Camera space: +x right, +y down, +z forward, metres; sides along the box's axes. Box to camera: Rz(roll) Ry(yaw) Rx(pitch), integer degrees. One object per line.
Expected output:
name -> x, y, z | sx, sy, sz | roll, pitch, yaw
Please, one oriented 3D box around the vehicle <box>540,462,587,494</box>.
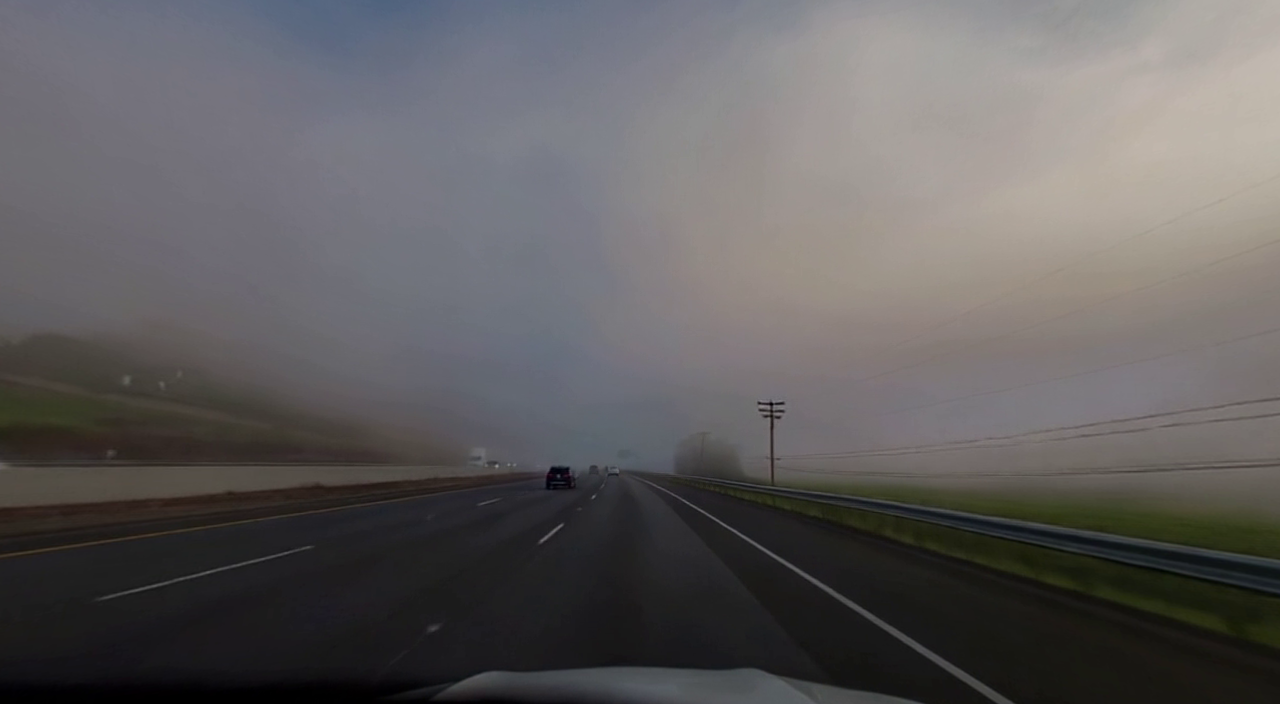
vehicle -> -4.437, 7.365, 37.072 | 2.194, 1.704, 4.421 | 1, -10, 0
